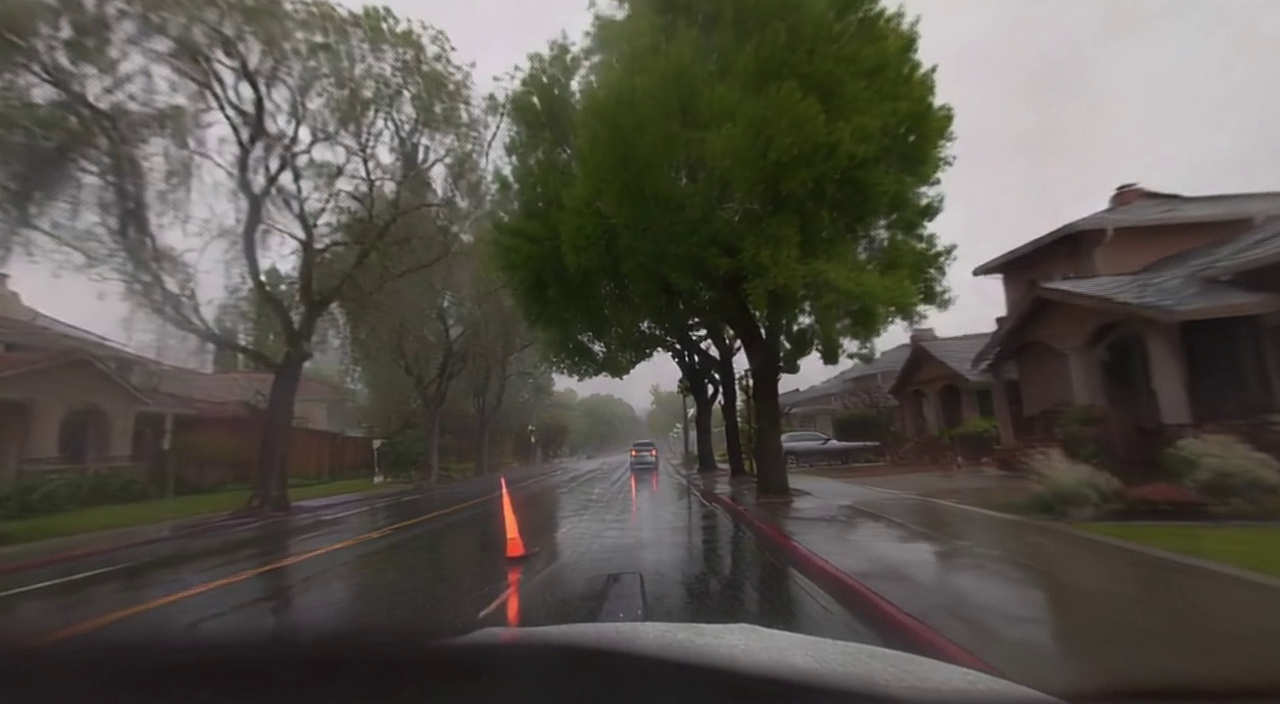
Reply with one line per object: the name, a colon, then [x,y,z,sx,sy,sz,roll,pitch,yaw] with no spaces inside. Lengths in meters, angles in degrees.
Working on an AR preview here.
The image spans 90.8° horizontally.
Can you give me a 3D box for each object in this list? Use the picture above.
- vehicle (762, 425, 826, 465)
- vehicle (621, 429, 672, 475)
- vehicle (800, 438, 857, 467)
vehicle: [9.709,6.060,40.552,2.253,2.306,6.753,0,-10,-2]
vehicle: [0.206,4.817,30.558,2.169,2.015,5.206,0,-9,-2]
vehicle: [10.551,5.649,35.580,1.698,1.548,2.969,4,-9,-17]
